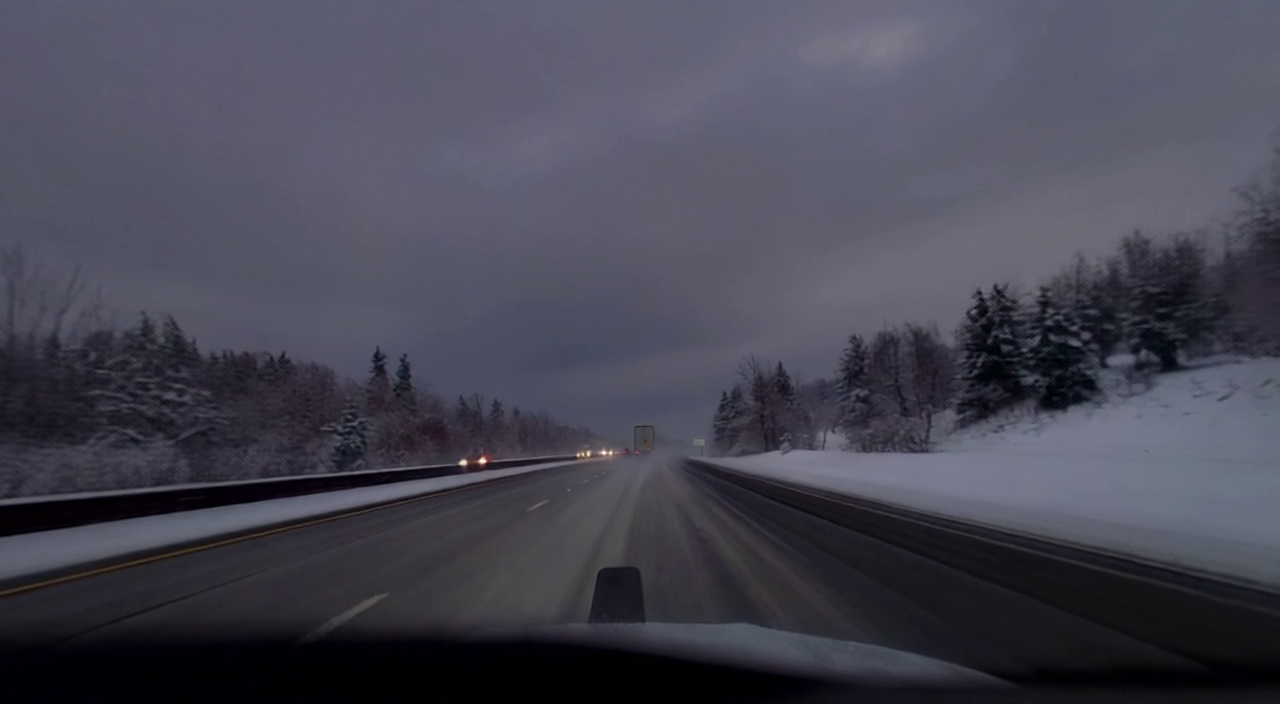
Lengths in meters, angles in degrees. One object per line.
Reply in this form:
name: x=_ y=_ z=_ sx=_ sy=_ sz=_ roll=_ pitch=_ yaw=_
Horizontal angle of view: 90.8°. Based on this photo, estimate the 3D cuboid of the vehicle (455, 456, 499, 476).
vehicle: x=-12.713 y=8.919 z=49.561 sx=2.086 sy=1.456 sz=5.044 roll=0 pitch=-9 yaw=0
